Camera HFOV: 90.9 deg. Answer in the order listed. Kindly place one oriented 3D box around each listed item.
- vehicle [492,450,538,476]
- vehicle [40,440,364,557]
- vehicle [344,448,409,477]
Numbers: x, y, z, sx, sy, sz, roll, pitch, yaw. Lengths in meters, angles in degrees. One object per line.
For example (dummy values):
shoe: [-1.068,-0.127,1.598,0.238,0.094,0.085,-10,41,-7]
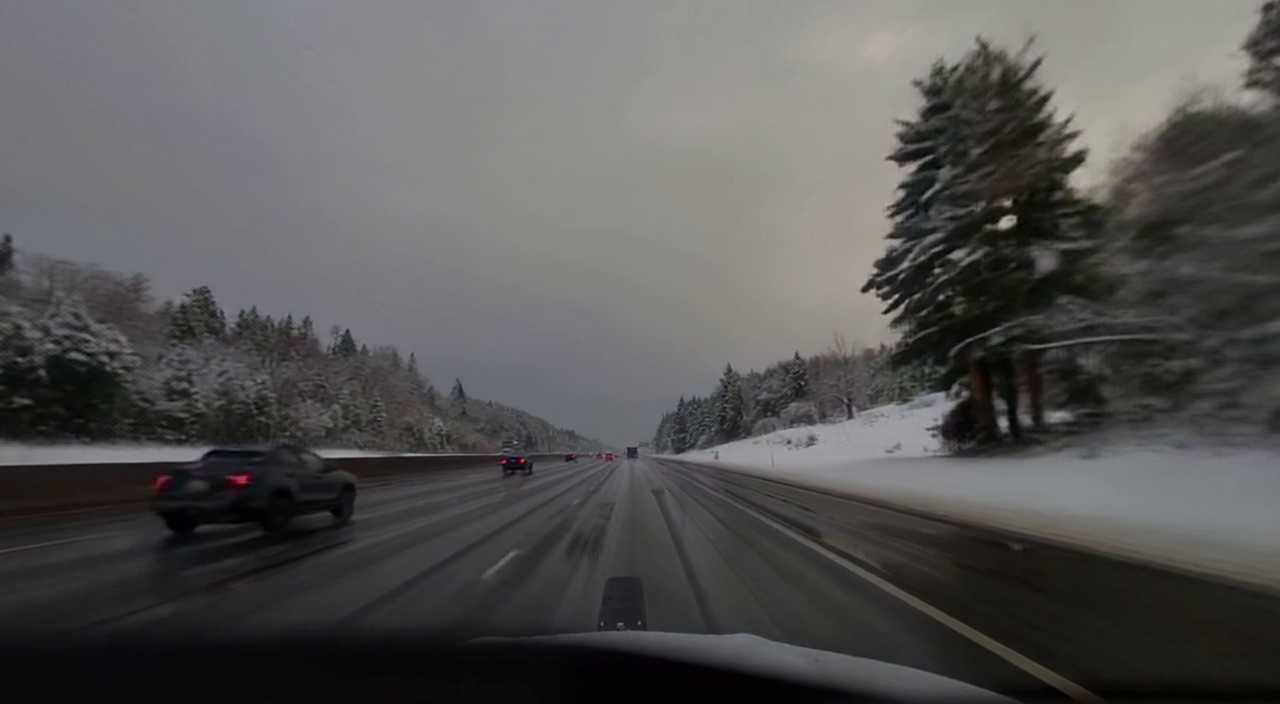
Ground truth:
vehicle: [-7.524,6.691,38.301,1.966,1.476,4.240,0,-9,0]
vehicle: [-6.654,2.244,10.445,2.015,1.483,4.626,0,-9,0]
vehicle: [-14.618,6.135,35.217,1.794,1.461,4.344,0,-9,0]
